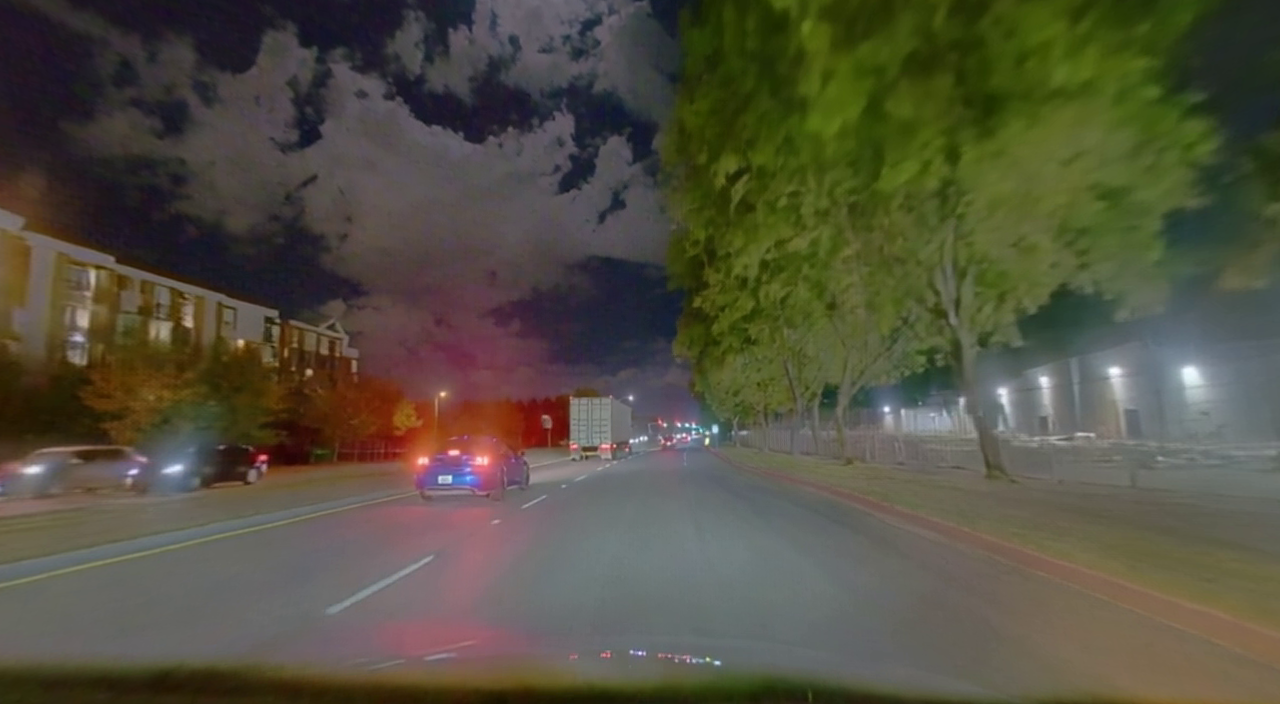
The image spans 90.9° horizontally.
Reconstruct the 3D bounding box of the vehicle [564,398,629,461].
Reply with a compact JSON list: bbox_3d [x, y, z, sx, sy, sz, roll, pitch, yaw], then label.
[{"bbox_3d":[-2.307,4.618,36.900,2.746,3.276,8.572,-1,-8,3],"label":"vehicle"}]

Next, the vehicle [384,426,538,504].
[{"bbox_3d":[-3.753,2.465,14.172,2.005,1.462,4.345,-1,-8,3],"label":"vehicle"}]

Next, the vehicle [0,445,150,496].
[{"bbox_3d":[-18.710,3.763,20.512,1.895,1.464,4.393,0,-8,2],"label":"vehicle"}]

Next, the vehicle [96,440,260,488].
[{"bbox_3d":[-15.538,3.760,21.613,1.934,1.466,4.697,0,-8,2],"label":"vehicle"}]
